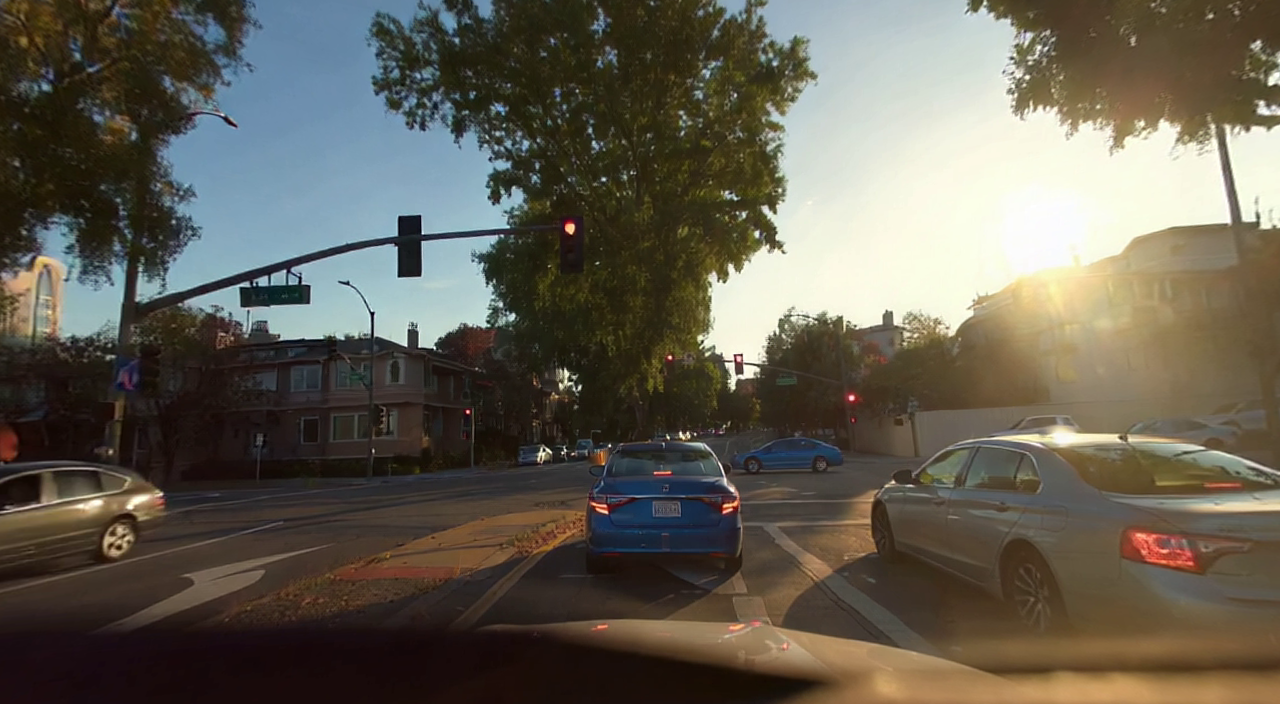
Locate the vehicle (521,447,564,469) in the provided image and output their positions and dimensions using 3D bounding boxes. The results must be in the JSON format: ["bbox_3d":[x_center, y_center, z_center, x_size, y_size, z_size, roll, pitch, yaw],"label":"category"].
[{"bbox_3d":[-6.917,7.582,45.305,2.093,1.476,4.278,-1,-9,4],"label":"vehicle"}]

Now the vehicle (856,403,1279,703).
[{"bbox_3d":[3.655,1.343,5.428,1.888,1.486,4.681,0,-9,-1],"label":"vehicle"}]

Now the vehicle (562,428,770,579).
[{"bbox_3d":[0.299,1.821,8.328,2.090,1.505,3.756,-1,-9,1],"label":"vehicle"}]

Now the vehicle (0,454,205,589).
[{"bbox_3d":[-8.105,2.036,7.785,1.852,1.487,4.406,-2,-9,10],"label":"vehicle"}]

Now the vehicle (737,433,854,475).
[{"bbox_3d":[6.840,4.474,27.865,4.577,1.705,1.996,2,-9,-18],"label":"vehicle"}]
